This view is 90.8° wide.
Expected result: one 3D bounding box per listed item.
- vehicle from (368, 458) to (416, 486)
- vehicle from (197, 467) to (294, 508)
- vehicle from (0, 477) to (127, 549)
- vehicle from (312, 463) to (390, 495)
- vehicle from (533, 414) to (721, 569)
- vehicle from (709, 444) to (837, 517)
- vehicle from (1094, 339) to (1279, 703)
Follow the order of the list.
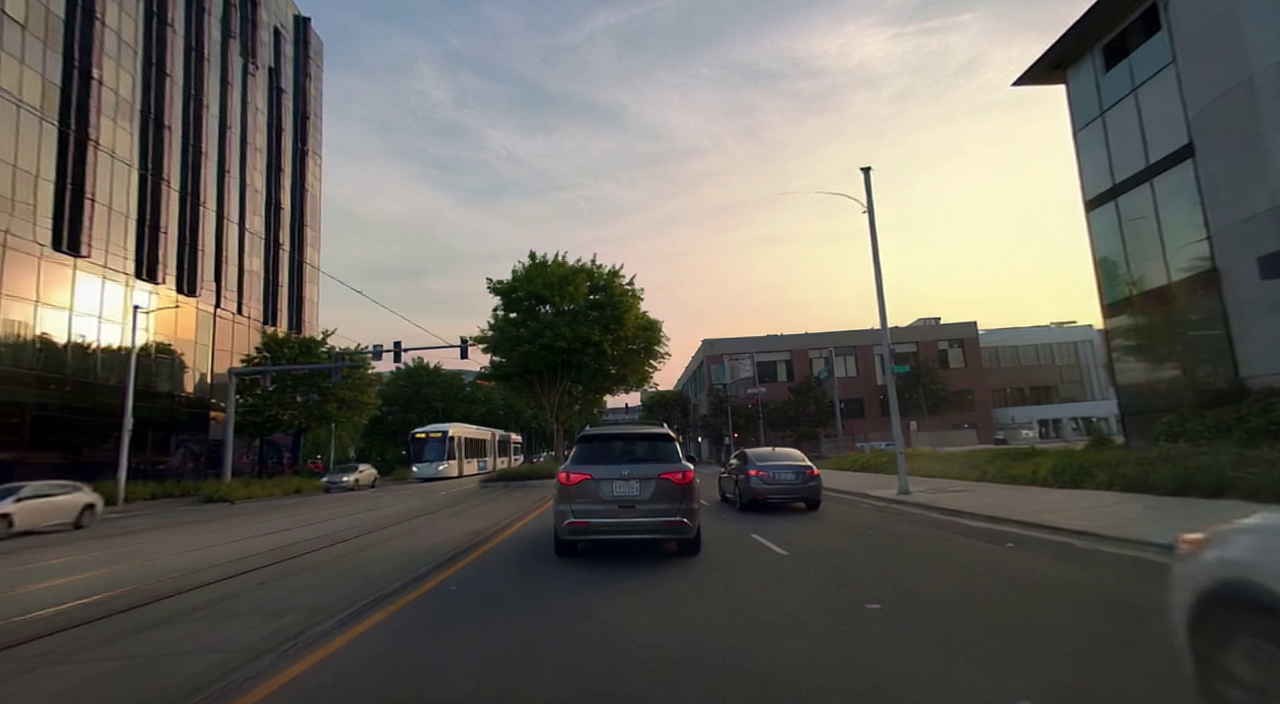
[{"bbox_3d":[-19.455,9.393,49.776,1.933,1.919,4.913,0,-8,-3],"label":"vehicle"},{"bbox_3d":[-19.440,6.677,31.419,2.066,1.700,4.536,0,-9,-3],"label":"vehicle"},{"bbox_3d":[-15.093,3.848,15.309,1.798,1.409,4.239,0,-8,-2],"label":"vehicle"},{"bbox_3d":[-15.310,6.721,33.800,2.077,1.458,4.718,0,-8,-2],"label":"vehicle"},{"bbox_3d":[-0.243,1.937,9.551,2.178,1.779,4.255,0,-8,-2],"label":"vehicle"},{"bbox_3d":[2.989,2.968,15.232,1.993,1.480,4.324,0,-8,-2],"label":"vehicle"},{"bbox_3d":[3.527,0.608,1.083,2.029,1.717,4.624,0,-8,0],"label":"vehicle"}]
